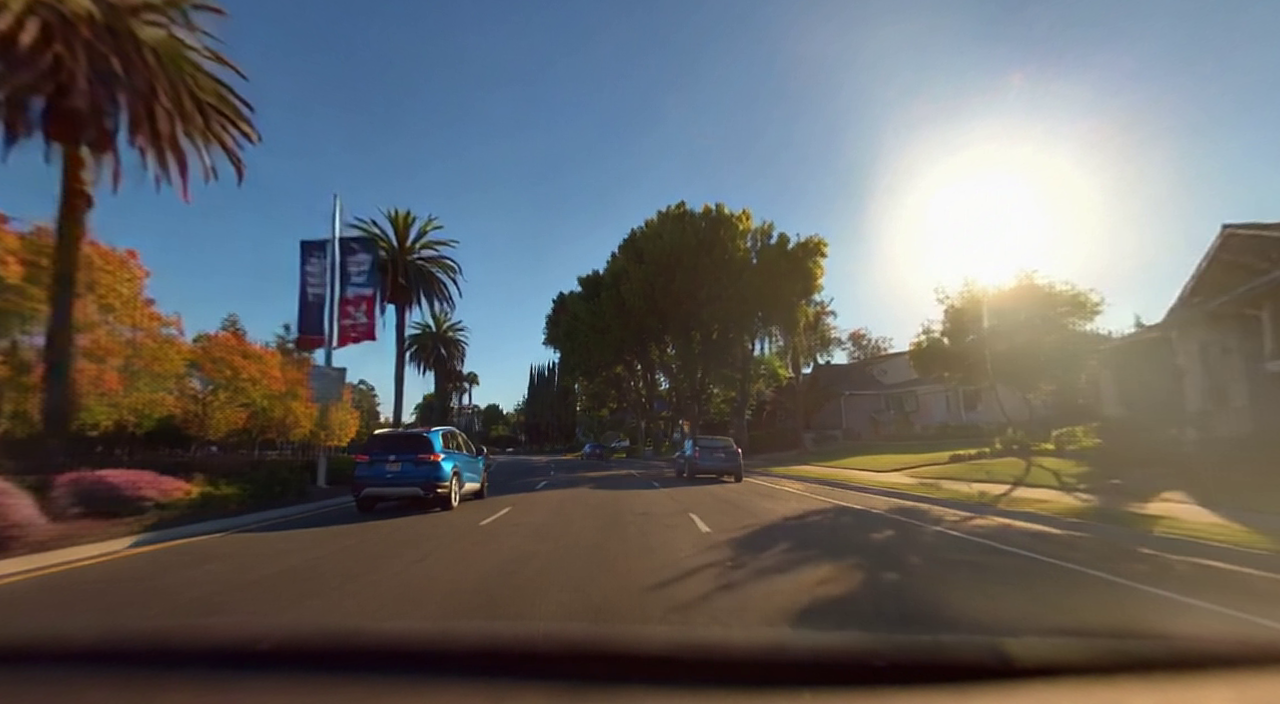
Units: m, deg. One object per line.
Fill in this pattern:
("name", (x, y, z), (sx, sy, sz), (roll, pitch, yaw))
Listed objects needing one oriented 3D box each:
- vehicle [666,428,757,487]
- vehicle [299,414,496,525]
("vehicle", (2.326, 3.614, 21.854), (2.195, 1.804, 4.658), (1, -8, -6))
("vehicle", (-4.460, 2.248, 12.575), (2.150, 1.768, 4.868), (0, -8, -2))
